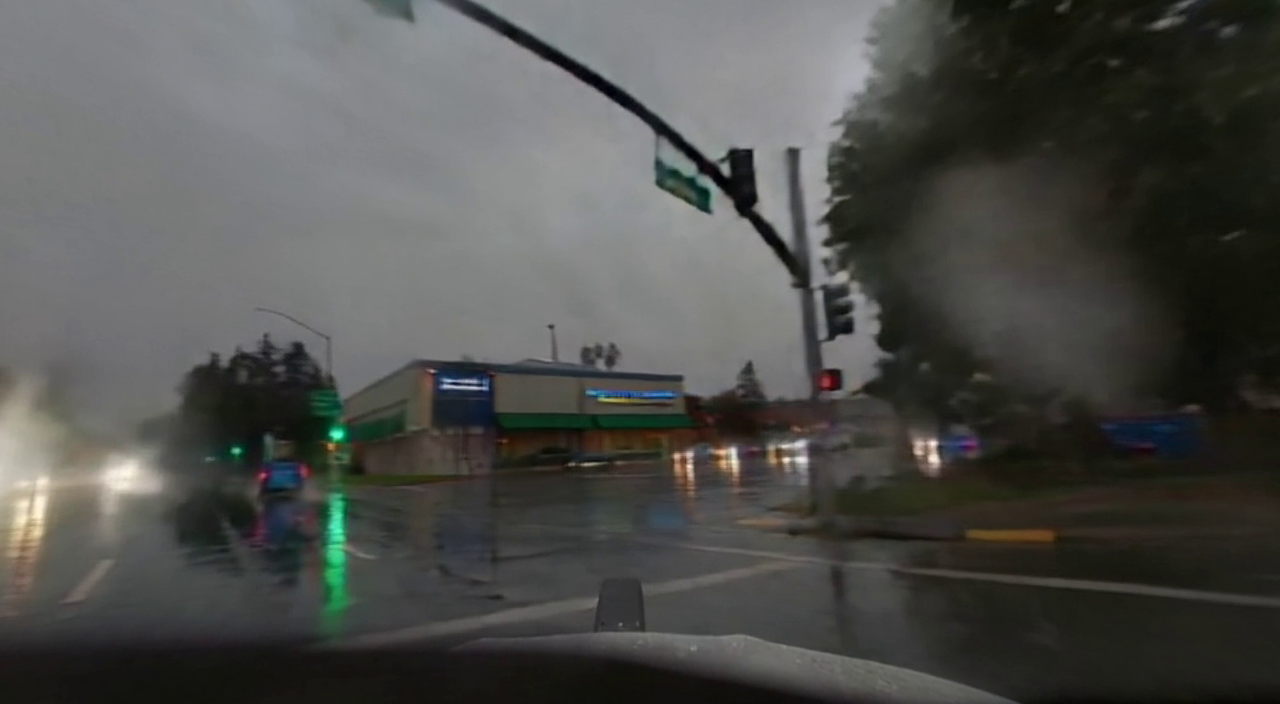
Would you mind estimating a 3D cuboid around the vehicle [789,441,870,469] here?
[{"bbox_3d":[10.514,5.660,35.024,4.199,1.459,1.997,5,-10,-33],"label":"vehicle"}]

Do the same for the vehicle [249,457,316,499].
[{"bbox_3d":[-15.827,5.481,27.891,1.969,1.555,4.431,6,-10,-36],"label":"vehicle"}]

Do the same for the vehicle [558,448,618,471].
[{"bbox_3d":[-3.734,7.493,44.465,2.046,1.481,4.936,5,-10,-34],"label":"vehicle"}]

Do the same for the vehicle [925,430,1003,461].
[{"bbox_3d":[18.606,5.375,36.252,4.178,1.533,1.992,8,-11,-29],"label":"vehicle"}]

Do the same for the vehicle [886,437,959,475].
[{"bbox_3d":[17.112,6.243,38.215,4.377,1.433,1.867,-2,3,-32],"label":"vehicle"}]

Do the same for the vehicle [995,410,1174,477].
[{"bbox_3d":[11.342,2.442,16.439,1.893,1.489,3.430,3,-11,-7],"label":"vehicle"}]

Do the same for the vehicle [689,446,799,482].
[{"bbox_3d":[4.494,4.750,27.157,4.355,1.398,2.085,5,-10,-33],"label":"vehicle"}]
